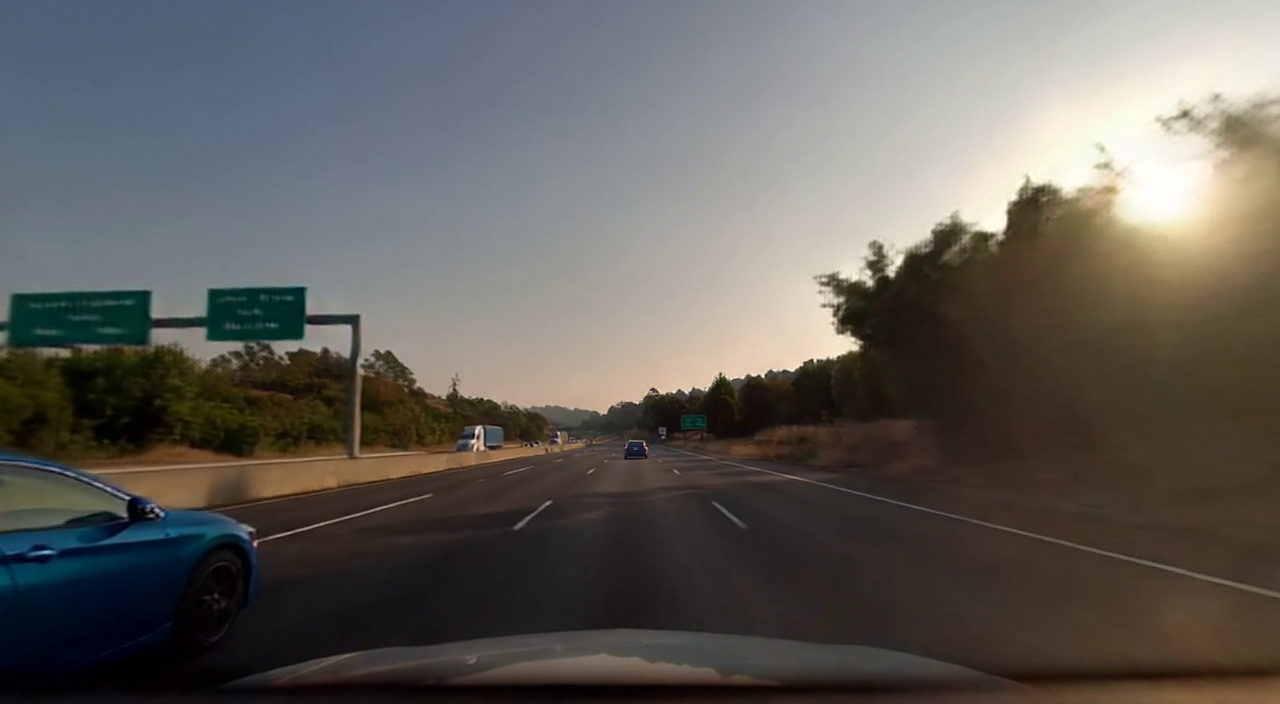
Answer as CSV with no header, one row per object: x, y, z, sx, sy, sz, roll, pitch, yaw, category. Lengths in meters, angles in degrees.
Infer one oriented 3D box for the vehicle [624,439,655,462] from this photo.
-0.057,6.717,43.029,2.028,1.440,3.690,0,-8,-1,vehicle
